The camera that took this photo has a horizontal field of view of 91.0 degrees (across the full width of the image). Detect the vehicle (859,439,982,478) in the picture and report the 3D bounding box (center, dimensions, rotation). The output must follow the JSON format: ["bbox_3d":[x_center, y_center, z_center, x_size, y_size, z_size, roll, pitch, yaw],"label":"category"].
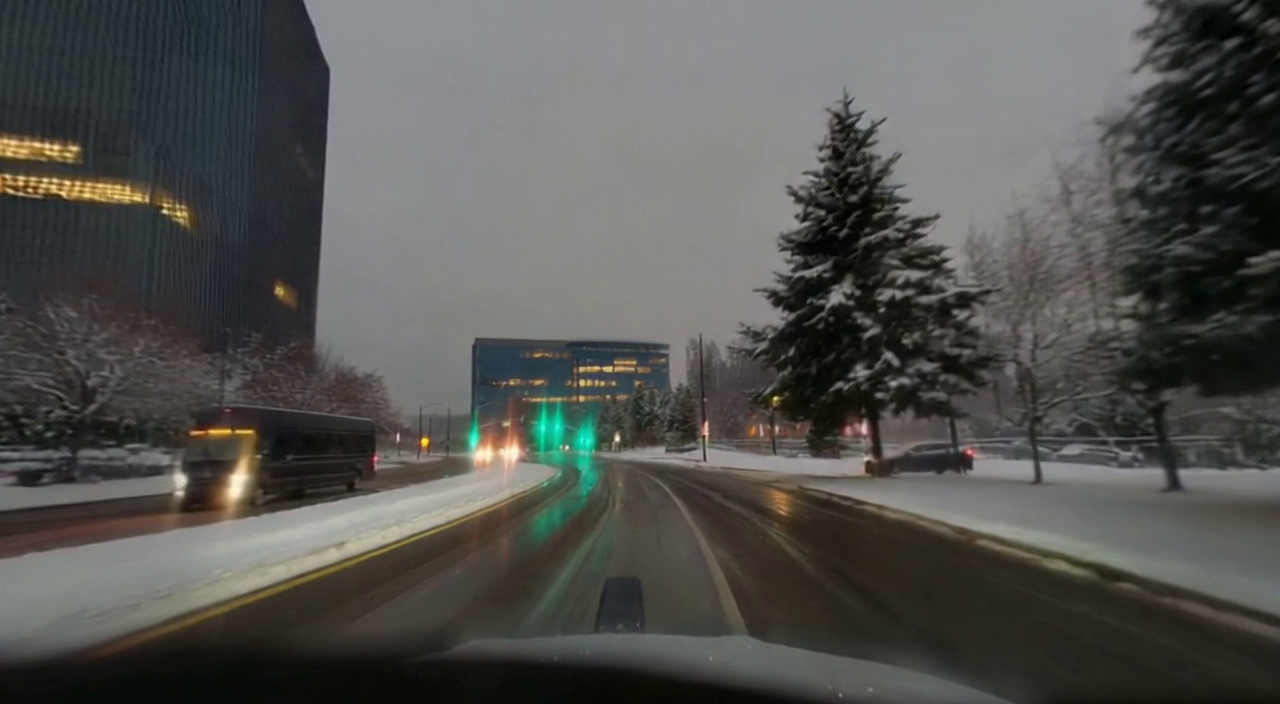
[{"bbox_3d":[12.903,4.934,29.245,4.728,1.696,1.973,0,-9,4],"label":"vehicle"}]

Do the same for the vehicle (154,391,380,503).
[{"bbox_3d":[-14.372,3.898,25.970,3.052,3.601,10.794,1,-9,-2],"label":"vehicle"}]
